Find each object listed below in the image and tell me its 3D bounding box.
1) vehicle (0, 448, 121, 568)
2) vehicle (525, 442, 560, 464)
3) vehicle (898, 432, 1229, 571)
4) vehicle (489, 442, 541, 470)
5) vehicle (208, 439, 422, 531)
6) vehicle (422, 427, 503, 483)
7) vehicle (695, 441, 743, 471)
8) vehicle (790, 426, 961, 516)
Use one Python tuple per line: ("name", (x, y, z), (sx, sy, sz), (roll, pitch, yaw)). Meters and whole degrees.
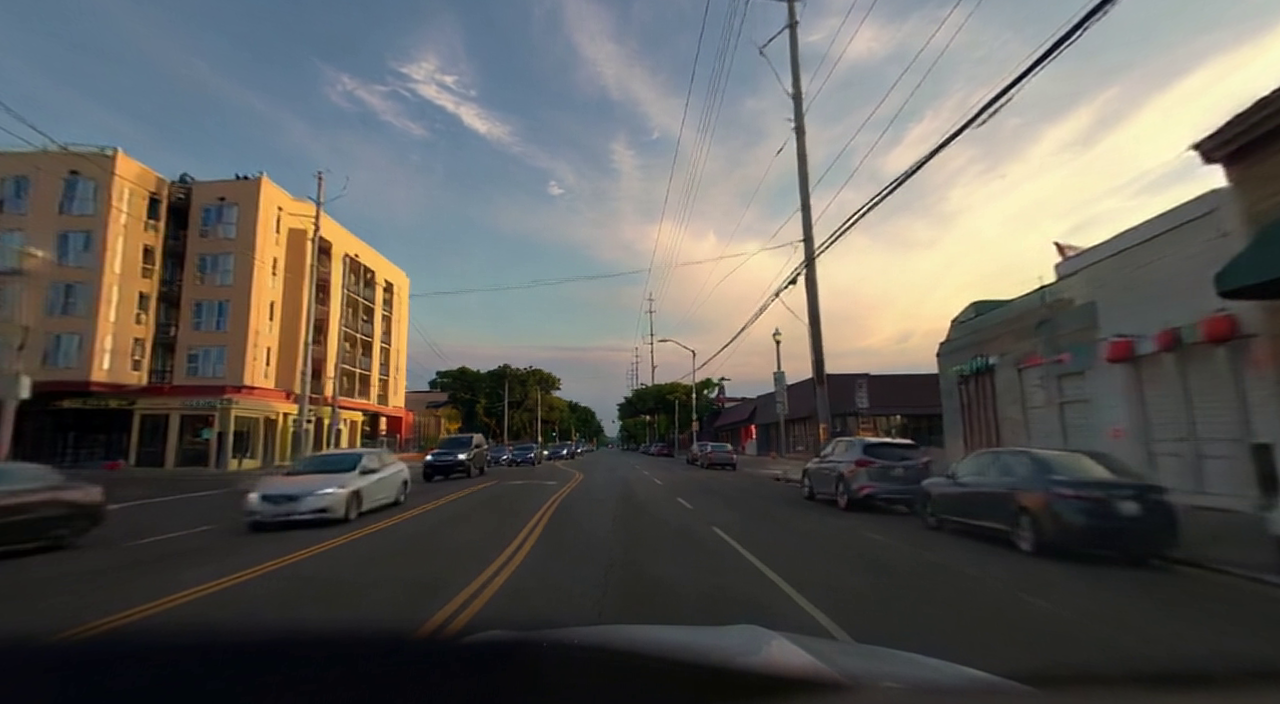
("vehicle", (-9.210, 1.943, 7.716), (2.012, 1.514, 4.450), (0, -9, -2))
("vehicle", (-6.990, 7.289, 45.570), (1.949, 1.533, 3.864), (0, -9, 0))
("vehicle", (5.702, 2.037, 9.339), (1.915, 1.569, 4.117), (0, -9, -2))
("vehicle", (-6.928, 5.826, 35.426), (2.052, 1.481, 4.248), (0, -9, 0))
("vehicle", (-6.083, 2.520, 12.552), (2.095, 1.493, 4.216), (0, -9, -2))
("vehicle", (-6.648, 3.928, 24.222), (1.937, 1.944, 4.640), (0, -9, -3))
("vehicle", (4.419, 5.899, 36.025), (1.957, 1.572, 4.418), (0, -9, -2))
("vehicle", (5.375, 2.819, 15.409), (2.059, 1.804, 5.182), (0, -9, -1))
